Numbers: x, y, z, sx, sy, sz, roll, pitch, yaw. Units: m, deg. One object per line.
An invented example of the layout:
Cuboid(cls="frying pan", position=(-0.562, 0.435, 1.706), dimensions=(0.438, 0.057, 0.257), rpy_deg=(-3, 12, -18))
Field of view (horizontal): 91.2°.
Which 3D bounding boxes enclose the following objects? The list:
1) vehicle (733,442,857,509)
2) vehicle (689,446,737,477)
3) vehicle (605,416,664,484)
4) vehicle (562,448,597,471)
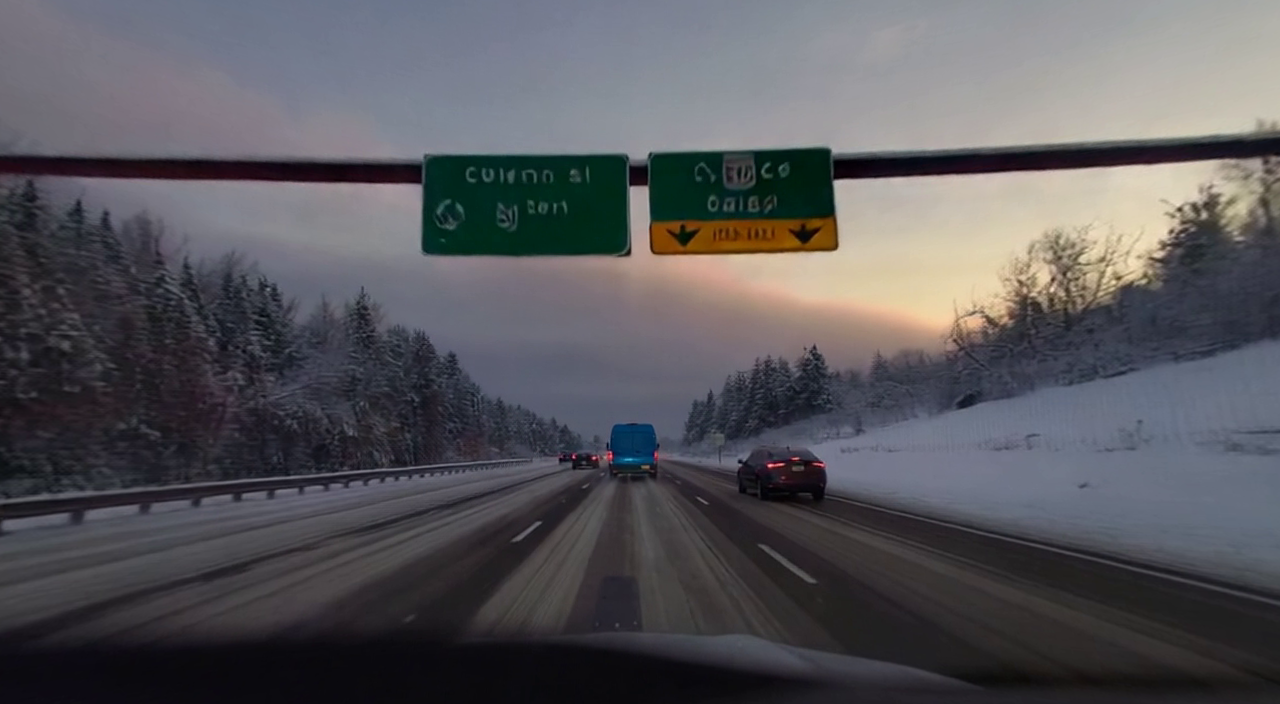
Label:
Cuboid(cls="vehicle", position=(3.863, 3.172, 16.593), dimensions=(2.015, 1.491, 4.732), rpy_deg=(0, -9, -1))
Cuboid(cls="vehicle", position=(3.737, 5.728, 32.956), dimensions=(1.978, 1.510, 4.462), rpy_deg=(0, -9, 0))
Cuboid(cls="vehicle", position=(-0.230, 4.150, 26.551), dimensions=(2.268, 2.551, 5.144), rpy_deg=(0, -9, 0))
Cuboid(cls="vehicle", position=(-4.118, 7.413, 43.395), dimensions=(2.003, 1.498, 4.386), rpy_deg=(0, -9, -1))
